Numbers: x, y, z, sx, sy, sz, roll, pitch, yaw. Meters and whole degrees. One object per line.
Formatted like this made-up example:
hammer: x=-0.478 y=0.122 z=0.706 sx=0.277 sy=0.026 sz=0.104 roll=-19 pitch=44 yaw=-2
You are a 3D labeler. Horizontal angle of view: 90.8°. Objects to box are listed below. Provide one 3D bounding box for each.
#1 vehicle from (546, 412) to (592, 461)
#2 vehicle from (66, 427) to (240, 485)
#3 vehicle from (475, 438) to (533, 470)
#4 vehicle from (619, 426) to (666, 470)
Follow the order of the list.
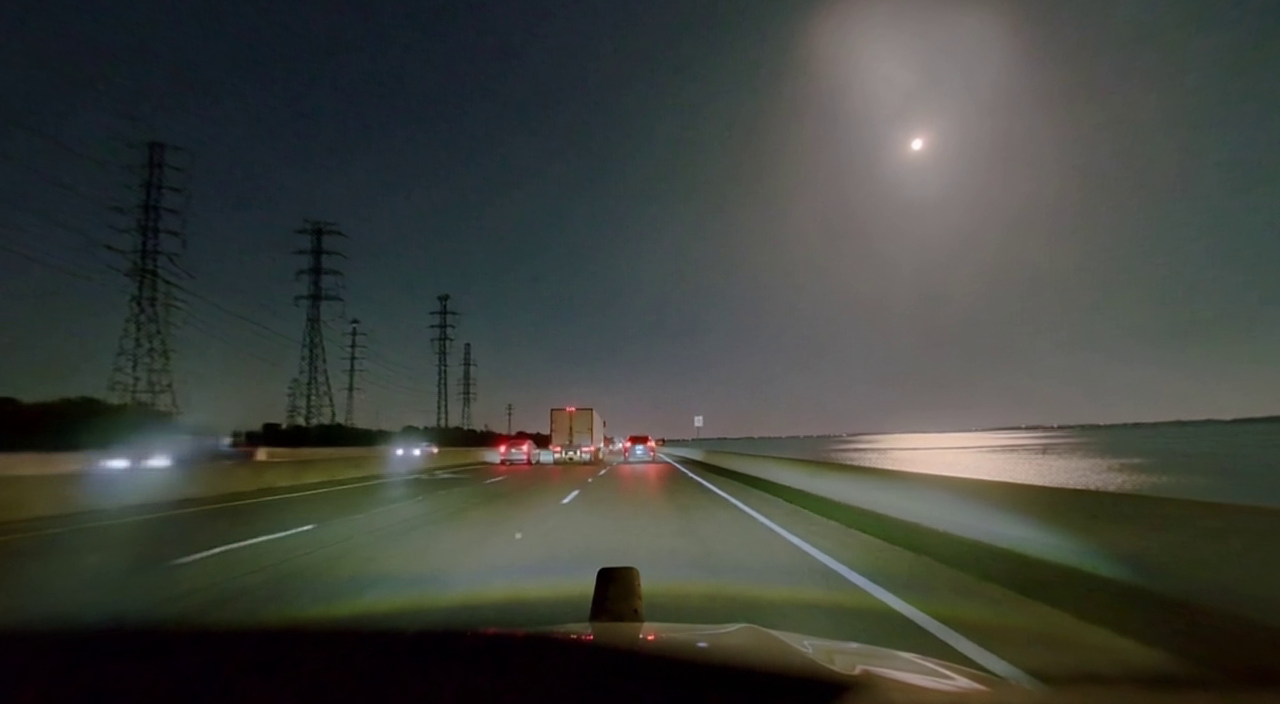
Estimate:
vehicle: x=-3.742 y=4.543 z=33.855 sx=2.178 sy=2.522 sz=2.054 roll=0 pitch=-9 yaw=1
vehicle: x=-16.297 y=3.512 z=21.566 sx=1.972 sy=1.723 sz=4.983 roll=0 pitch=-8 yaw=0
vehicle: x=-7.129 y=5.415 z=33.647 sx=2.004 sy=1.545 sz=4.513 roll=0 pitch=-8 yaw=1
vehicle: x=0.138 y=5.088 z=33.601 sx=2.358 sy=2.144 sz=4.713 roll=0 pitch=-8 yaw=0
